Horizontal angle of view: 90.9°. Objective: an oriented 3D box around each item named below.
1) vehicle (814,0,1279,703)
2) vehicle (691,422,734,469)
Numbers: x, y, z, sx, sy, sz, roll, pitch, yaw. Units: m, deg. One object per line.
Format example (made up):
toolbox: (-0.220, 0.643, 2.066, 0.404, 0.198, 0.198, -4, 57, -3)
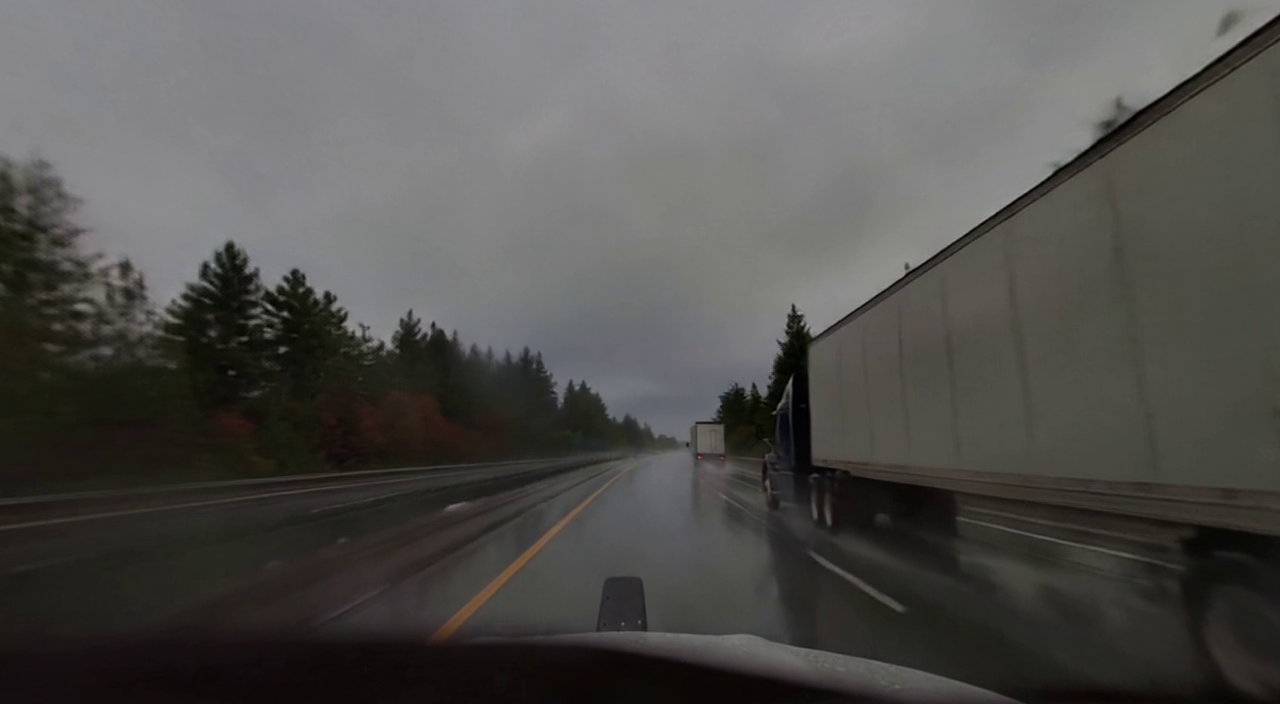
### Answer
vehicle: (4.309, 0.228, 4.205, 2.866, 3.558, 11.674, 0, -9, -1)
vehicle: (5.494, 7.295, 48.948, 2.682, 3.349, 7.138, 0, -9, 2)
